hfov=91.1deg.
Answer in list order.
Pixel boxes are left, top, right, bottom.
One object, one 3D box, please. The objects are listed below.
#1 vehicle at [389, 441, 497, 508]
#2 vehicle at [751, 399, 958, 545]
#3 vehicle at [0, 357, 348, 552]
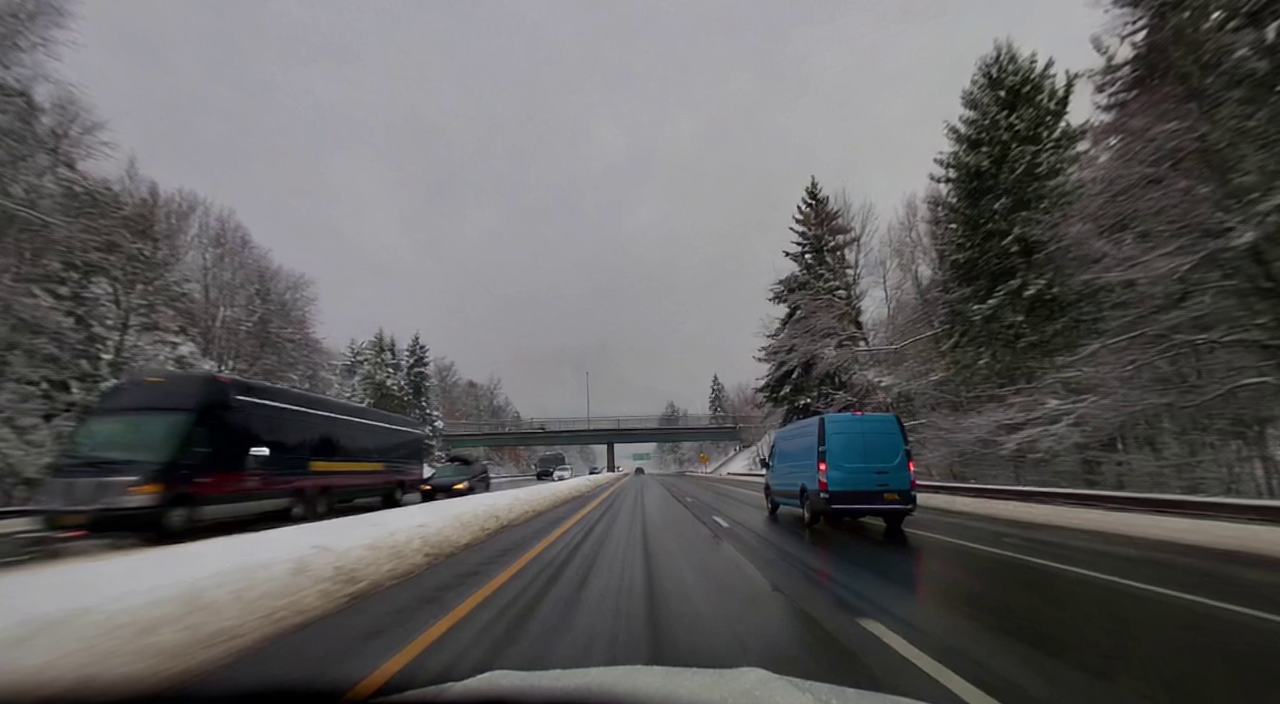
[{"bbox_3d":[-7.373,4.711,24.356,2.219,2.233,5.797,1,-10,0],"label":"vehicle"},{"bbox_3d":[4.455,2.769,14.750,2.372,2.581,6.763,1,-10,-1],"label":"vehicle"},{"bbox_3d":[-11.583,2.807,16.931,2.976,3.797,8.999,1,-10,0],"label":"vehicle"}]
